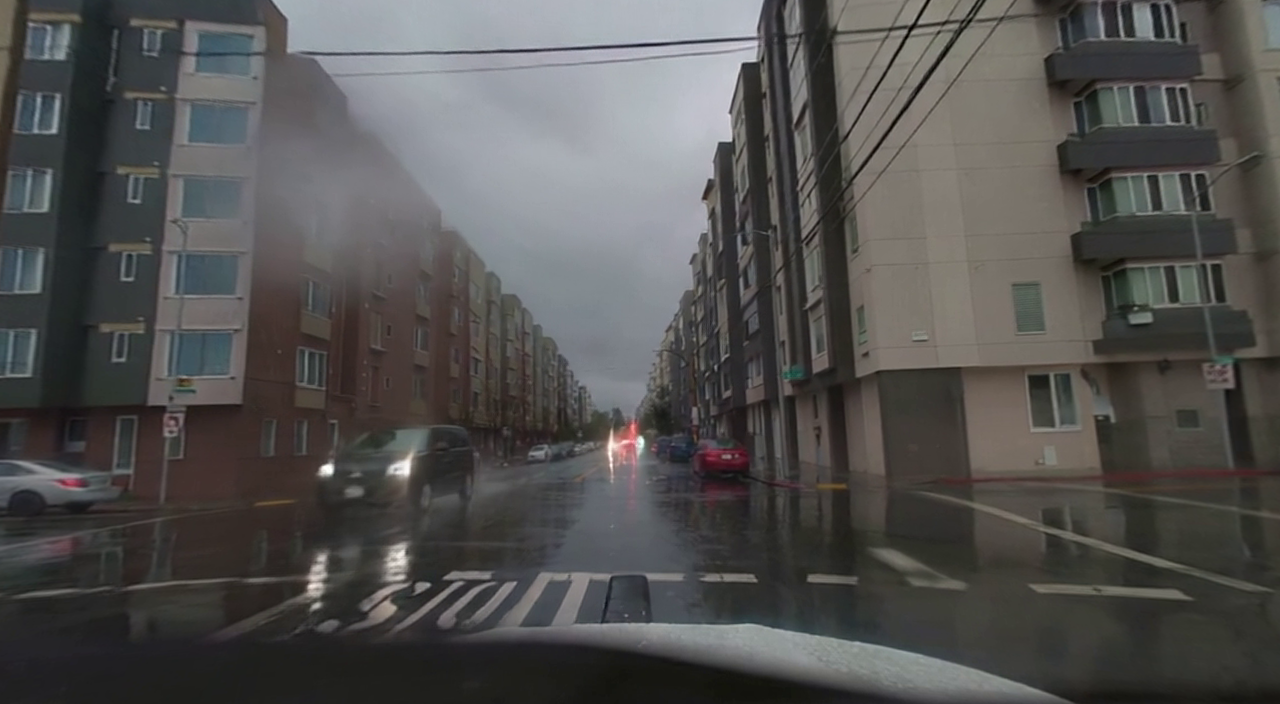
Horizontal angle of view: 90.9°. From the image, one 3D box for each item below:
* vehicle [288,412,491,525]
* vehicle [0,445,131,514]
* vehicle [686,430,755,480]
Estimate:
[{"bbox_3d":[-4.609,2.241,12.616,2.201,1.801,4.750,0,-9,-2],"label":"vehicle"},{"bbox_3d":[-17.637,3.476,17.400,5.354,1.773,1.991,0,-9,-1],"label":"vehicle"},{"bbox_3d":[3.195,4.219,25.962,2.164,1.721,4.416,-4,-9,0],"label":"vehicle"}]
